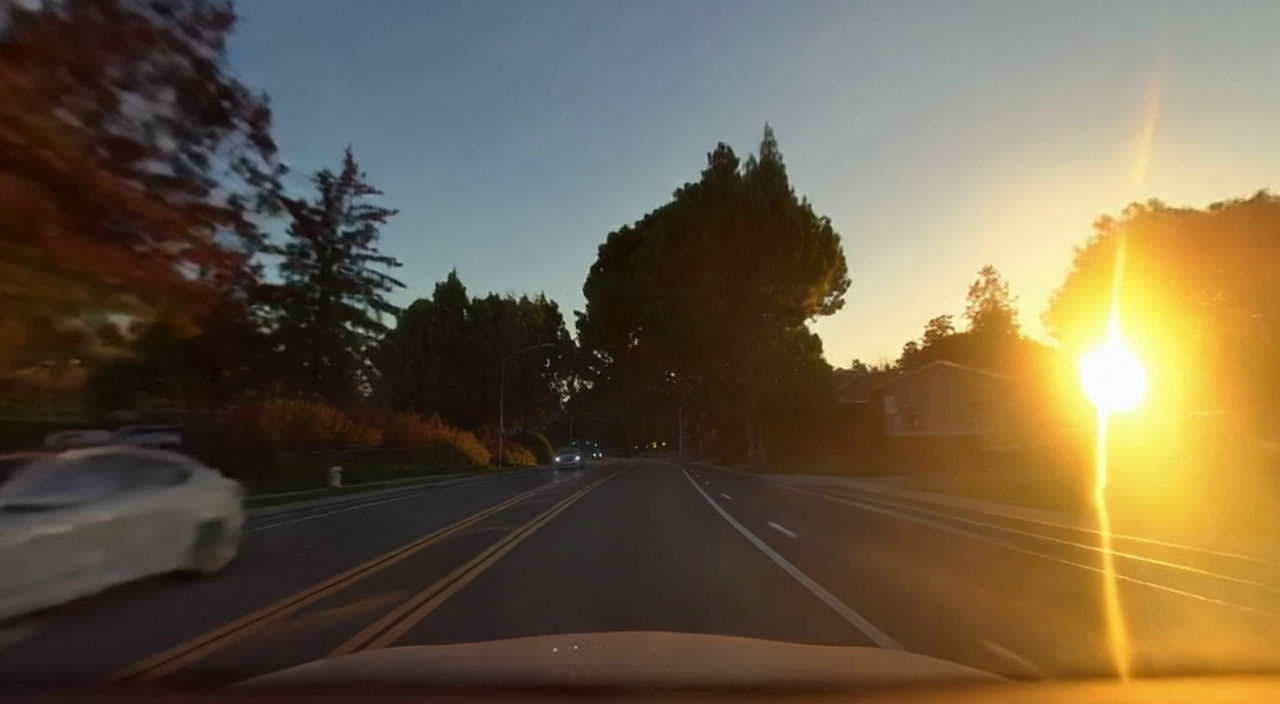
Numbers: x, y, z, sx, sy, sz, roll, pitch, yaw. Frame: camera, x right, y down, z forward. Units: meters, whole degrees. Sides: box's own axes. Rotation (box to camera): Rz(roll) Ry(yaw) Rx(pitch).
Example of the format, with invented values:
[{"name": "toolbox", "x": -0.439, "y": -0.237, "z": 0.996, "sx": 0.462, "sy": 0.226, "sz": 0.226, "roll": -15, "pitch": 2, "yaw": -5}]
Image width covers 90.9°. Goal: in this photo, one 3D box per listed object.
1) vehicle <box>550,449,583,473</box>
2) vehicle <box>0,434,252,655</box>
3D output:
[{"name": "vehicle", "x": -5.120, "y": 7.647, "z": 44.266, "sx": 1.816, "sy": 1.543, "sz": 3.931, "roll": 0, "pitch": -8, "yaw": 1}, {"name": "vehicle", "x": -5.488, "y": 1.405, "z": 4.830, "sx": 2.133, "sy": 1.508, "sz": 4.535, "roll": 0, "pitch": -8, "yaw": 0}]
